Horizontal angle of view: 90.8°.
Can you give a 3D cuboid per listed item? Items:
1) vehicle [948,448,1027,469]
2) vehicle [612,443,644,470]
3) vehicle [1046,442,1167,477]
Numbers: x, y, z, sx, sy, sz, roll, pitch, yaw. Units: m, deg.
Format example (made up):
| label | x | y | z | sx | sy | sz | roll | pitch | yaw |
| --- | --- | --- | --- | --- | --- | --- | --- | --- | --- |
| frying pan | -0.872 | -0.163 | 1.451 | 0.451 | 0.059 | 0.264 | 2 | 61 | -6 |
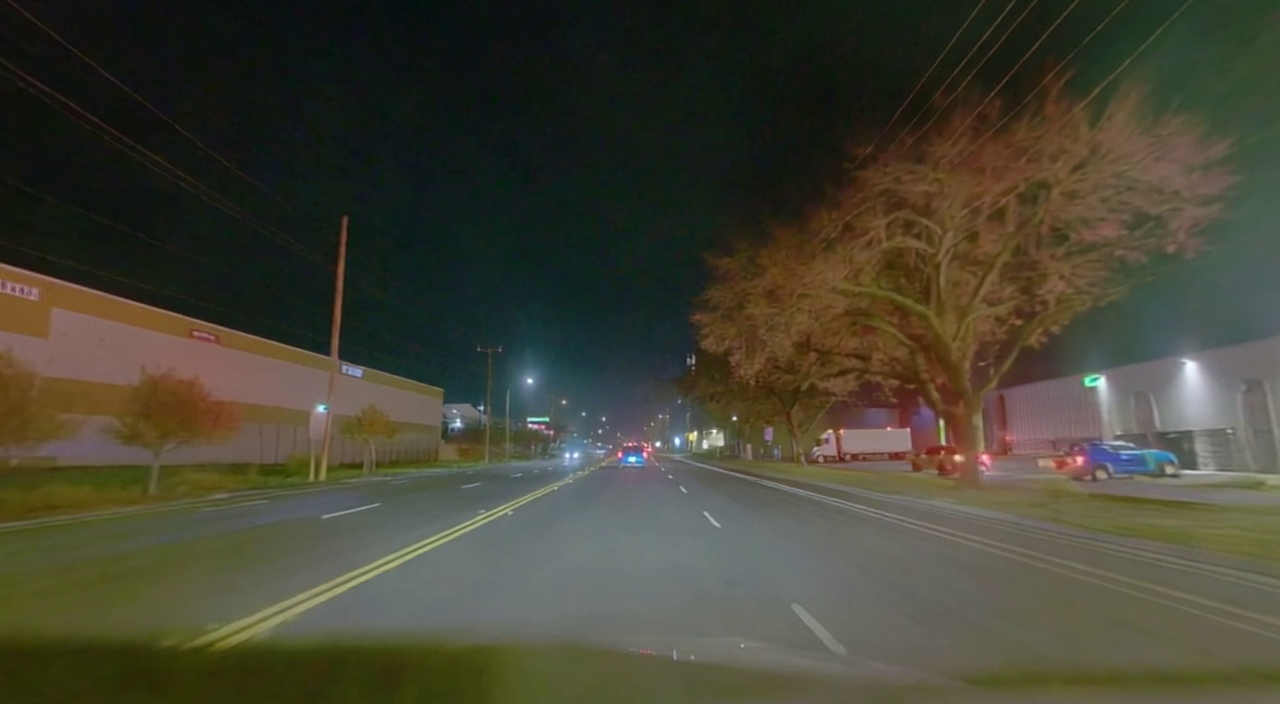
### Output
| label | x | y | z | sx | sy | sz | roll | pitch | yaw |
| --- | --- | --- | --- | --- | --- | --- | --- | --- | --- |
| vehicle | 25.771 | 7.888 | 46.977 | 4.625 | 1.484 | 1.997 | 0 | -8 | 0 |
| vehicle | -0.760 | 6.598 | 40.172 | 1.937 | 1.588 | 3.746 | 0 | -8 | 0 |
| vehicle | 24.846 | 5.716 | 33.765 | 4.805 | 1.781 | 1.974 | 0 | -8 | 0 |
